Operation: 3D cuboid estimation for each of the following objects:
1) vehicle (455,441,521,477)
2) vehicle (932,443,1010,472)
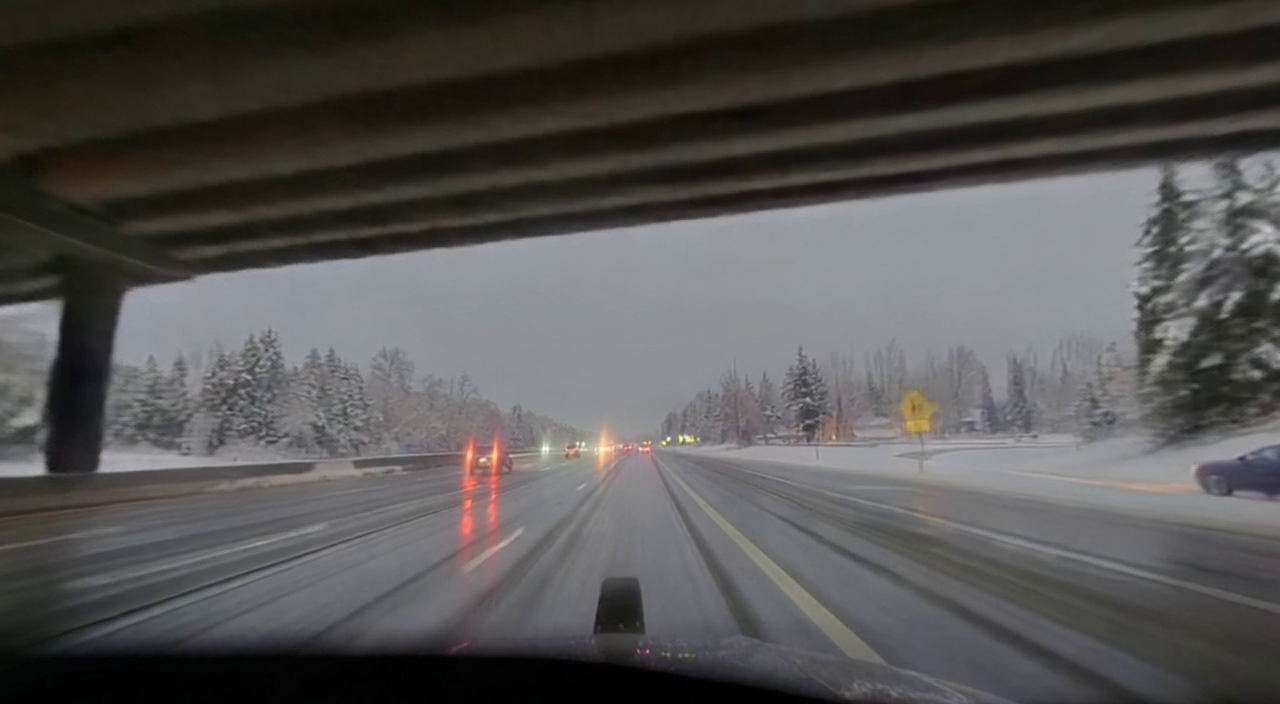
[{"bbox_3d":[-6.967,4.935,29.297,1.985,1.513,4.172,0,-9,1],"label":"vehicle"},{"bbox_3d":[18.670,5.958,35.808,1.989,1.529,4.791,0,-9,2],"label":"vehicle"}]
